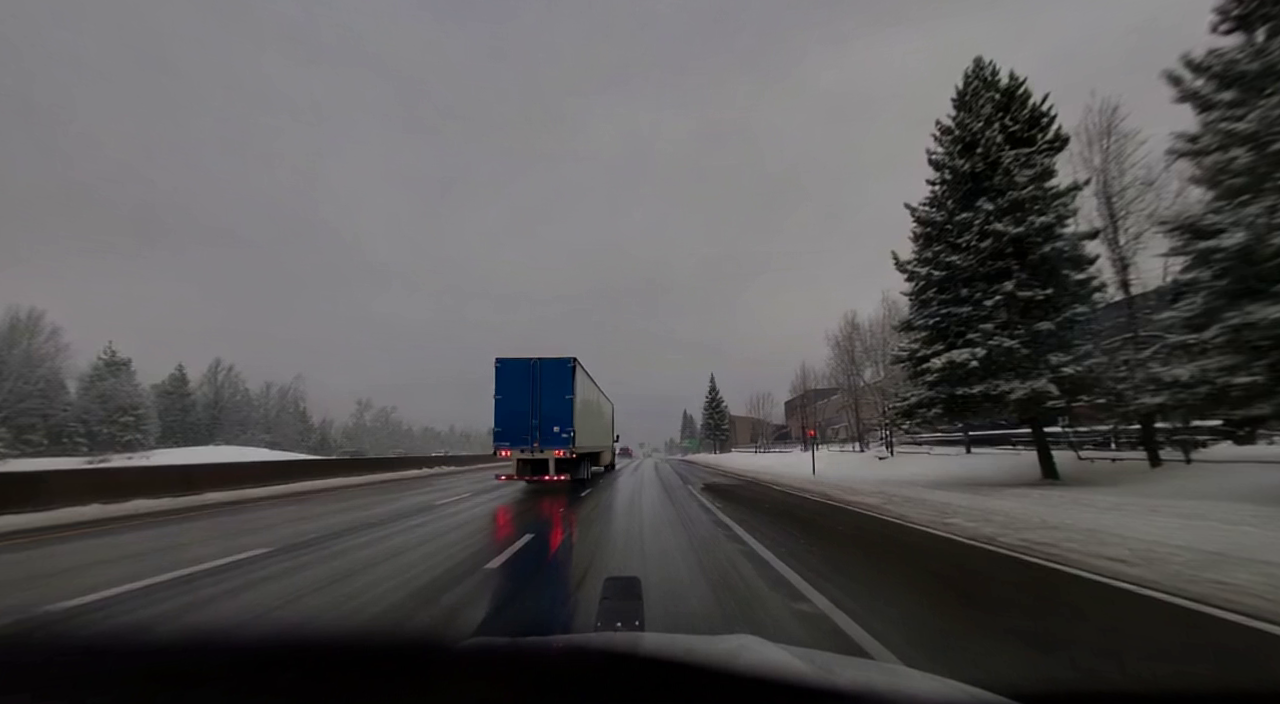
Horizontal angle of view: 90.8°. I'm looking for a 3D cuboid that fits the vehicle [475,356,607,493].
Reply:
[{"bbox_3d":[-3.419,3.362,27.308,2.939,4.132,16.303,0,-8,0],"label":"vehicle"}]
